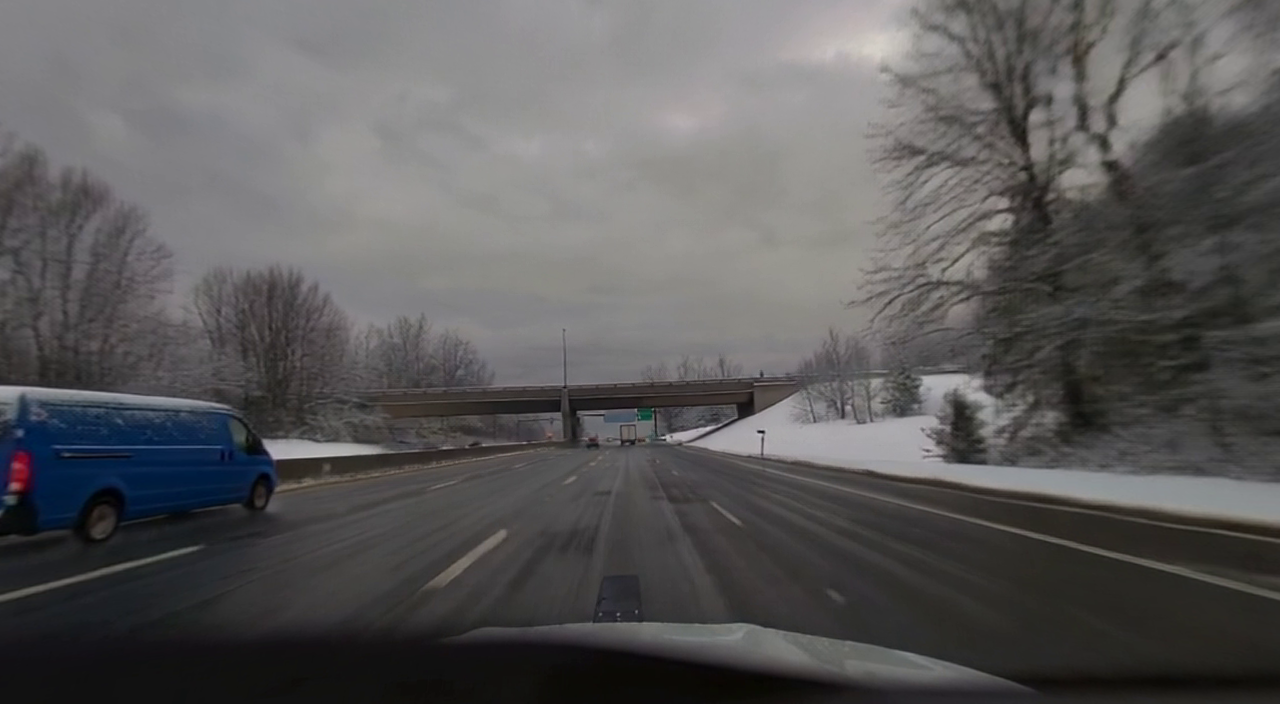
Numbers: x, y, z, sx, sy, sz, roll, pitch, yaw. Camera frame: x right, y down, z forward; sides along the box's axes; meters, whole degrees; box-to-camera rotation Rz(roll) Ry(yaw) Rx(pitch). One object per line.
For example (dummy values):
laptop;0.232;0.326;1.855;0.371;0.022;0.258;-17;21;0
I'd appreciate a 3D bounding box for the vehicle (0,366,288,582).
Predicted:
vehicle;-7.112;1.448;8.102;2.150;1.996;5.341;0;-8;-2
